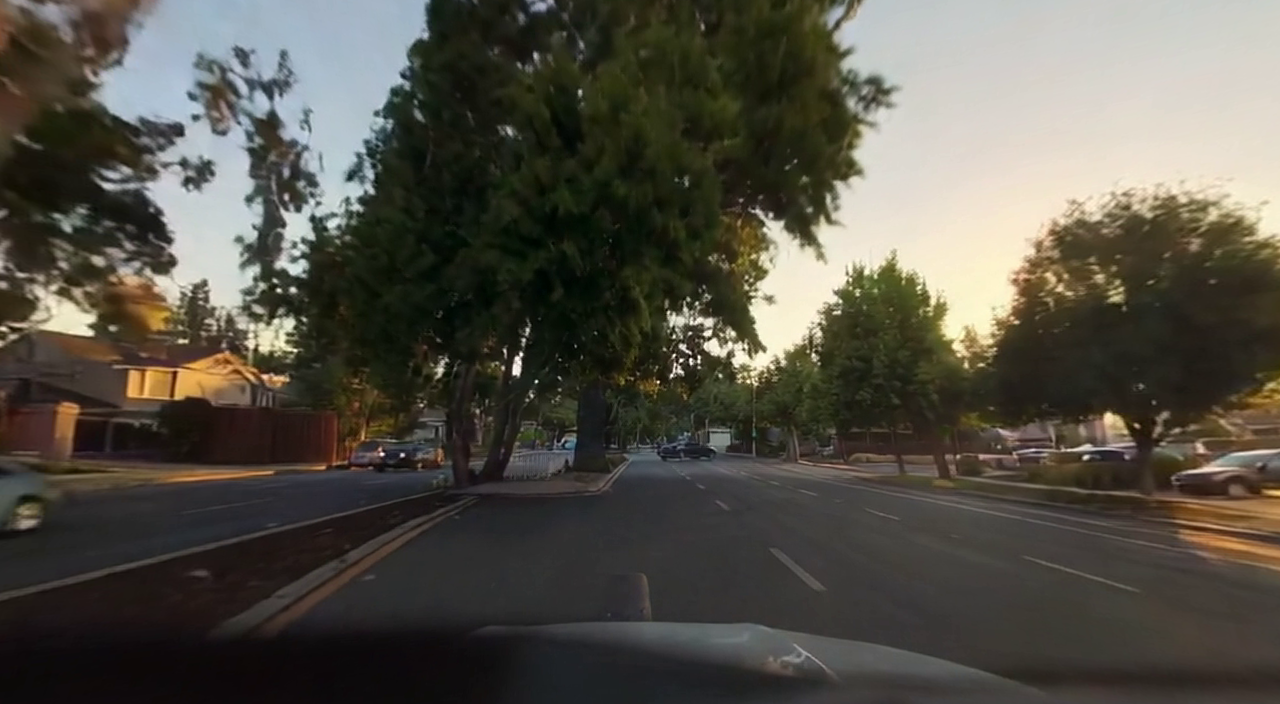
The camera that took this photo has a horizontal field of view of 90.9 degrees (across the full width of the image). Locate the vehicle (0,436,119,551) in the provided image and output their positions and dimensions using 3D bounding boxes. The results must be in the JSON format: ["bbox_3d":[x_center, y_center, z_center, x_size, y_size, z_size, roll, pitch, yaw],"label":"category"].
[{"bbox_3d":[-9.226,1.781,7.761,1.872,1.476,4.423,0,-8,-1],"label":"vehicle"}]

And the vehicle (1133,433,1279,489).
[{"bbox_3d":[22.013,4.035,23.412,5.332,1.879,2.187,1,-8,7],"label":"vehicle"}]

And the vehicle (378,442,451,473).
[{"bbox_3d":[-11.304,5.302,31.936,1.917,1.473,4.757,0,-8,0],"label":"vehicle"}]

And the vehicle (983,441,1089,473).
[{"bbox_3d":[23.885,6.326,38.099,4.917,1.814,2.322,1,-9,-7],"label":"vehicle"}]
